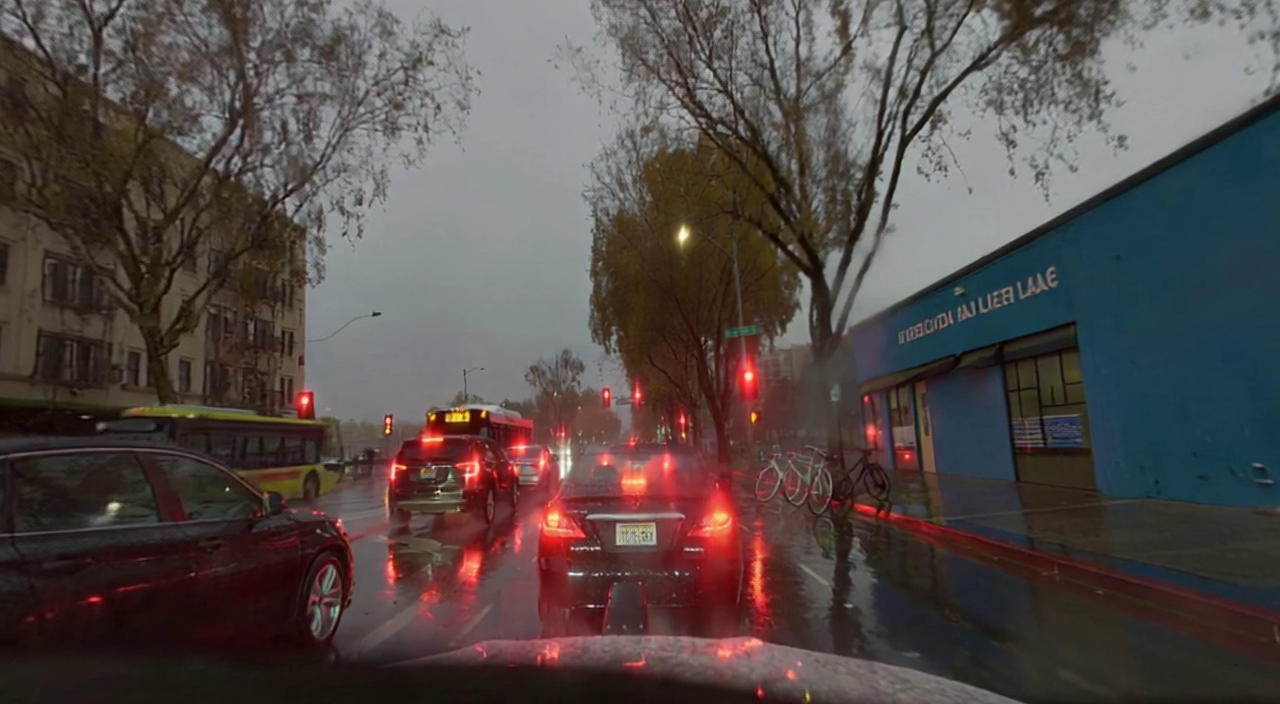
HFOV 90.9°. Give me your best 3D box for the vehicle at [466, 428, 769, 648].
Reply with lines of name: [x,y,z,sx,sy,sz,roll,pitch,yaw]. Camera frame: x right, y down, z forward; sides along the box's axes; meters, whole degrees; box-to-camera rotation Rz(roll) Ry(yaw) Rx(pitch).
vehicle: [-0.134,1.531,6.185,2.031,1.461,3.763,0,-8,1]

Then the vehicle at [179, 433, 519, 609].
vehicle: [-2.908,1.763,7.624,1.944,1.481,4.385,0,-8,1]

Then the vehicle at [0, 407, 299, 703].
vehicle: [-3.169,0.872,1.713,1.867,1.486,4.452,0,-8,2]
